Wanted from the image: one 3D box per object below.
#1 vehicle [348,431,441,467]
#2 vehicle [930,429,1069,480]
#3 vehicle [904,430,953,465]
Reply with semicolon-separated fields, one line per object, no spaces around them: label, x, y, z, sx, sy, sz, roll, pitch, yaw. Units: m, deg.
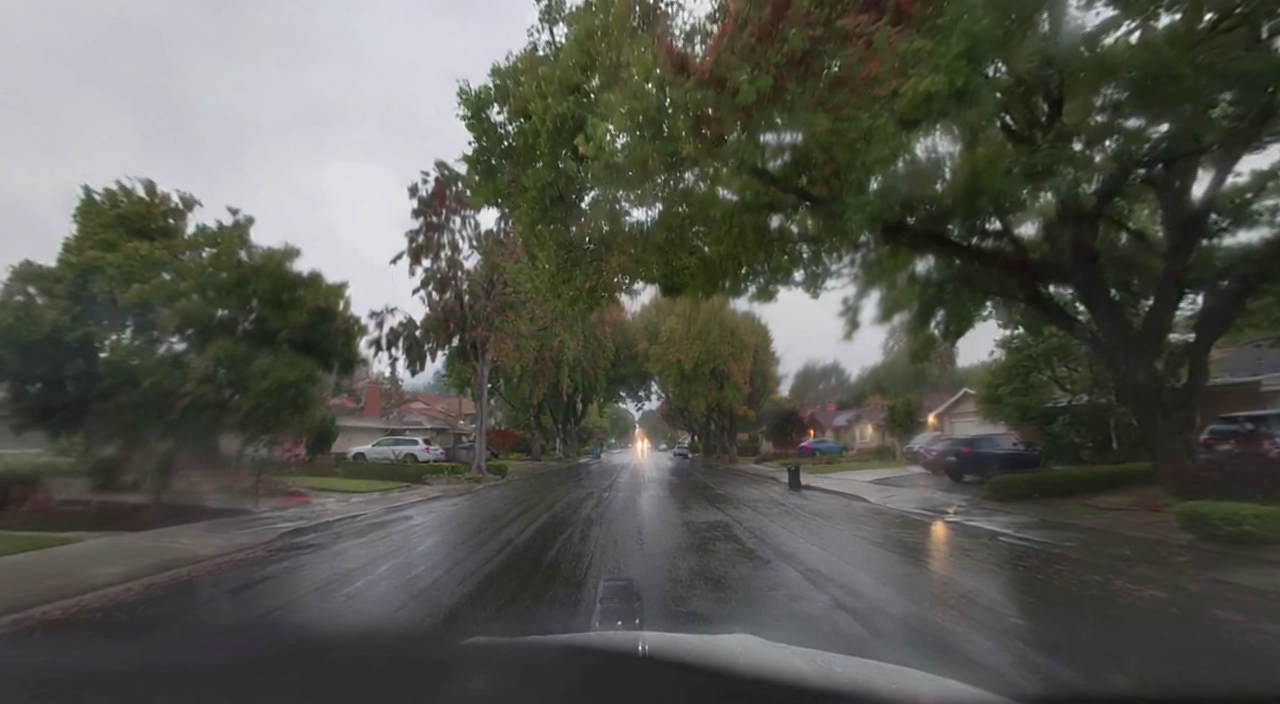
vehicle;-14.910;5.930;38.652;2.575;2.031;5.155;-2;-8;18
vehicle;13.329;3.772;23.333;4.708;1.727;2.076;4;-10;-26
vehicle;16.714;5.541;36.422;2.288;1.880;4.939;-4;-10;25
